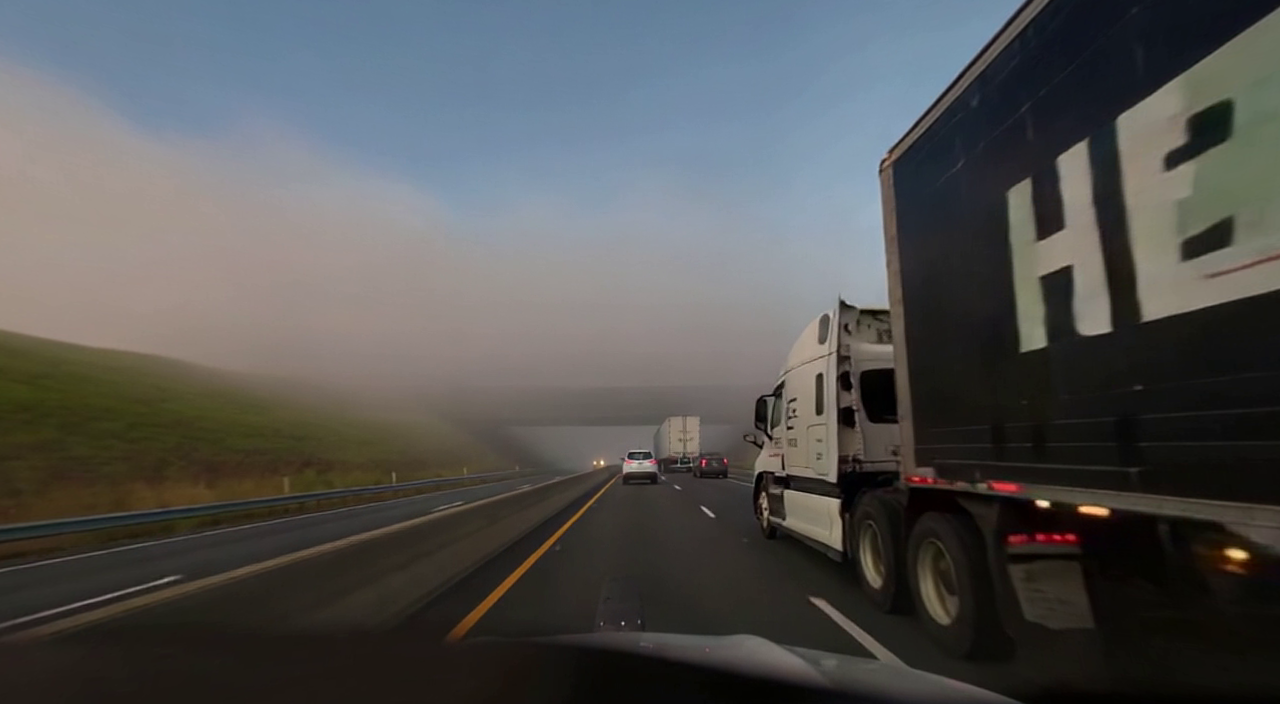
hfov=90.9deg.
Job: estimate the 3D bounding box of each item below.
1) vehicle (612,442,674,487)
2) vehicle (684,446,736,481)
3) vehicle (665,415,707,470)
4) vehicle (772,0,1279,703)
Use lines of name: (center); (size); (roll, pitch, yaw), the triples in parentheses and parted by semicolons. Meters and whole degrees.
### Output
vehicle: (0.115, 4.446, 25.113); (2.256, 1.615, 4.114); (-1, -9, 0)
vehicle: (3.326, 5.367, 30.535); (1.972, 1.505, 3.946); (0, -9, -1)
vehicle: (3.563, 7.195, 49.622); (2.948, 3.974, 6.480); (-1, -9, 3)
vehicle: (3.102, -0.521, 0.695); (2.870, 4.056, 14.250); (-1, -9, 0)
